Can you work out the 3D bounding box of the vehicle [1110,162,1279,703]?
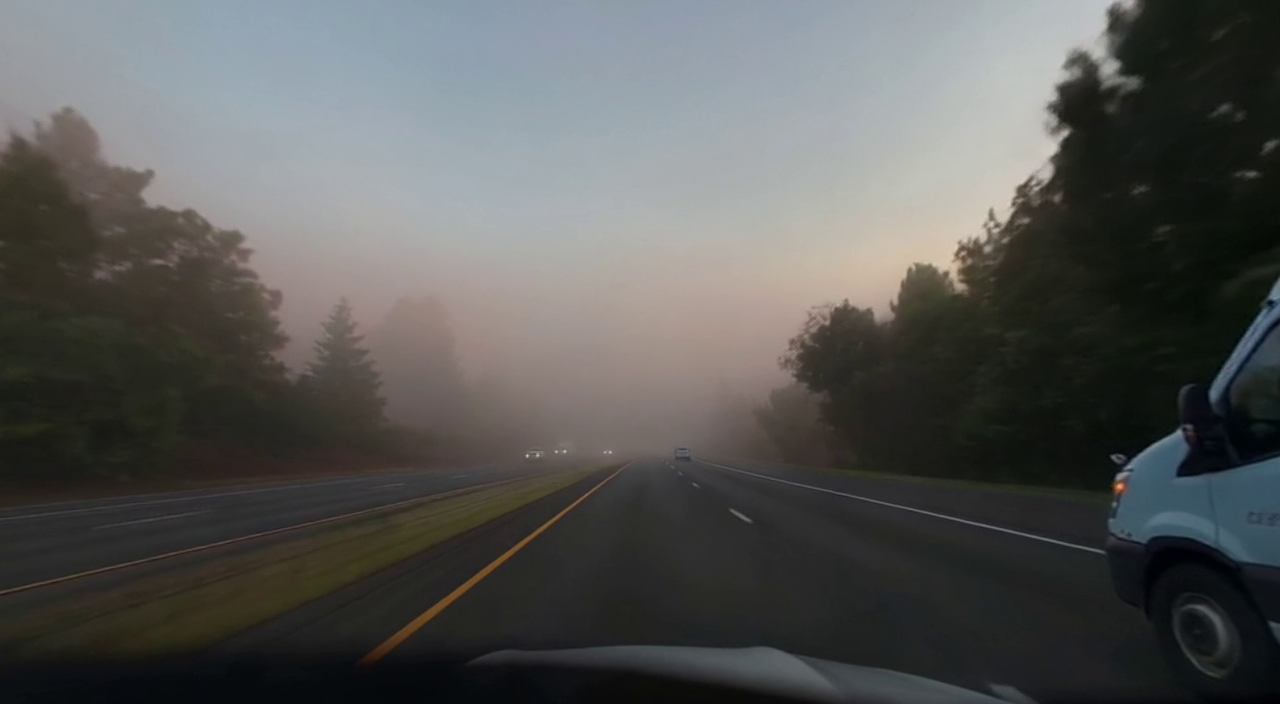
[{"bbox_3d":[4.097,0.104,0.530,2.522,2.556,6.180,0,-9,0],"label":"vehicle"}]
